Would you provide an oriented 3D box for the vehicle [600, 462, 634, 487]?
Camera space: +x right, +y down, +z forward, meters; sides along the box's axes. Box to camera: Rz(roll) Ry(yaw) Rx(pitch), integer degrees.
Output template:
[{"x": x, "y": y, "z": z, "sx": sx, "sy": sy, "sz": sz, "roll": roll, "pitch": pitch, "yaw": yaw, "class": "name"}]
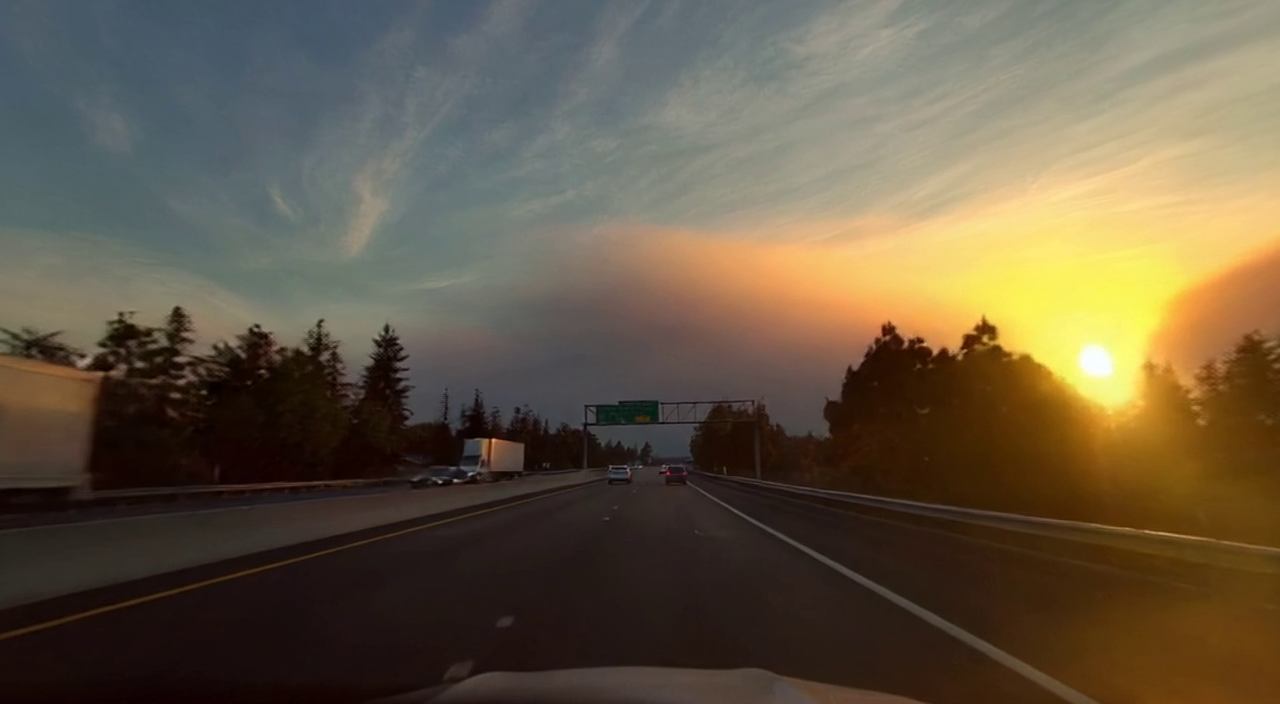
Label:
[{"x": -1.668, "y": 9.109, "z": 47.008, "sx": 2.160, "sy": 1.721, "sz": 4.368, "roll": 0, "pitch": -11, "yaw": 3, "class": "vehicle"}]
